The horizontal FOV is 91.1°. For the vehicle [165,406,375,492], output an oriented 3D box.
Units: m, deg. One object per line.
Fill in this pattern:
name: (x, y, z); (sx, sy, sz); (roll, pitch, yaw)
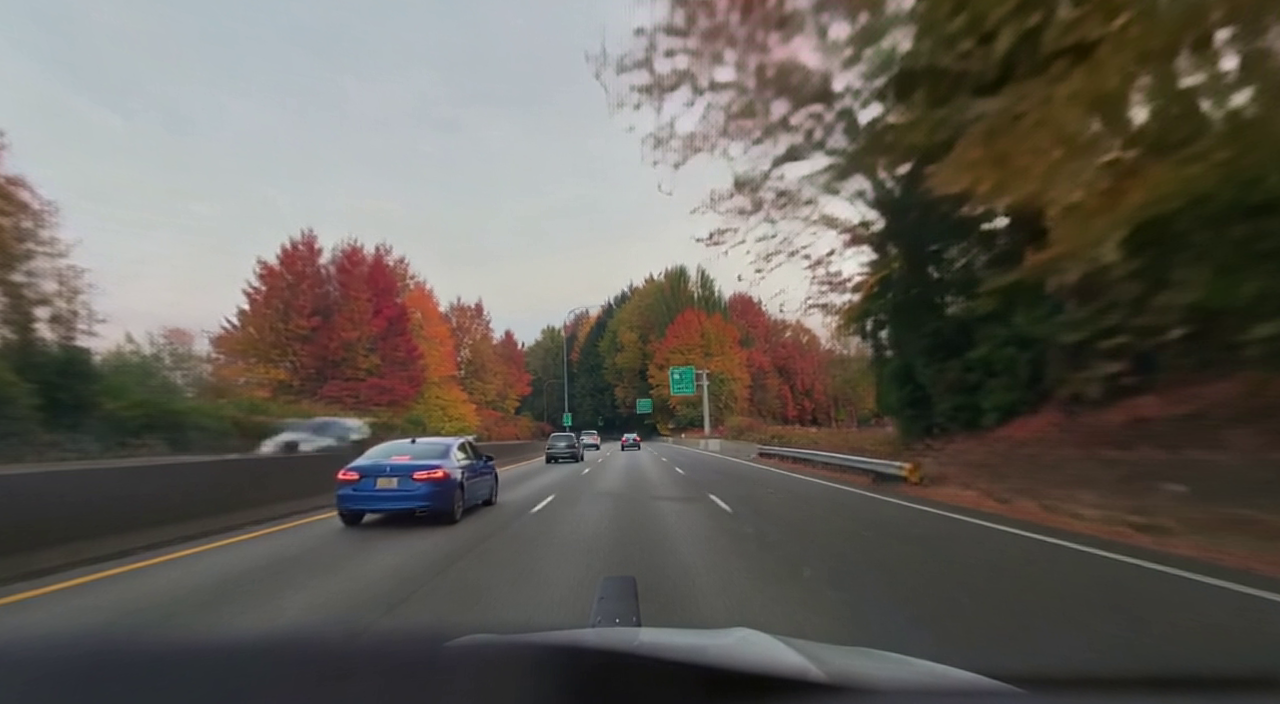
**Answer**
vehicle: (-11.557, 3.118, 20.702); (2.459, 2.312, 7.383); (0, -8, 0)

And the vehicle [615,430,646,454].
vehicle: (-0.655, 6.264, 43.971); (2.054, 1.609, 3.859); (0, -8, 0)

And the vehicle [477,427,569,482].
vehicle: (-3.467, 3.122, 19.575); (1.989, 1.497, 4.645); (0, -8, 0)

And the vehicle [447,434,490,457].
vehicle: (-12.450, 6.818, 45.896); (1.903, 1.544, 4.199); (0, -8, 0)
